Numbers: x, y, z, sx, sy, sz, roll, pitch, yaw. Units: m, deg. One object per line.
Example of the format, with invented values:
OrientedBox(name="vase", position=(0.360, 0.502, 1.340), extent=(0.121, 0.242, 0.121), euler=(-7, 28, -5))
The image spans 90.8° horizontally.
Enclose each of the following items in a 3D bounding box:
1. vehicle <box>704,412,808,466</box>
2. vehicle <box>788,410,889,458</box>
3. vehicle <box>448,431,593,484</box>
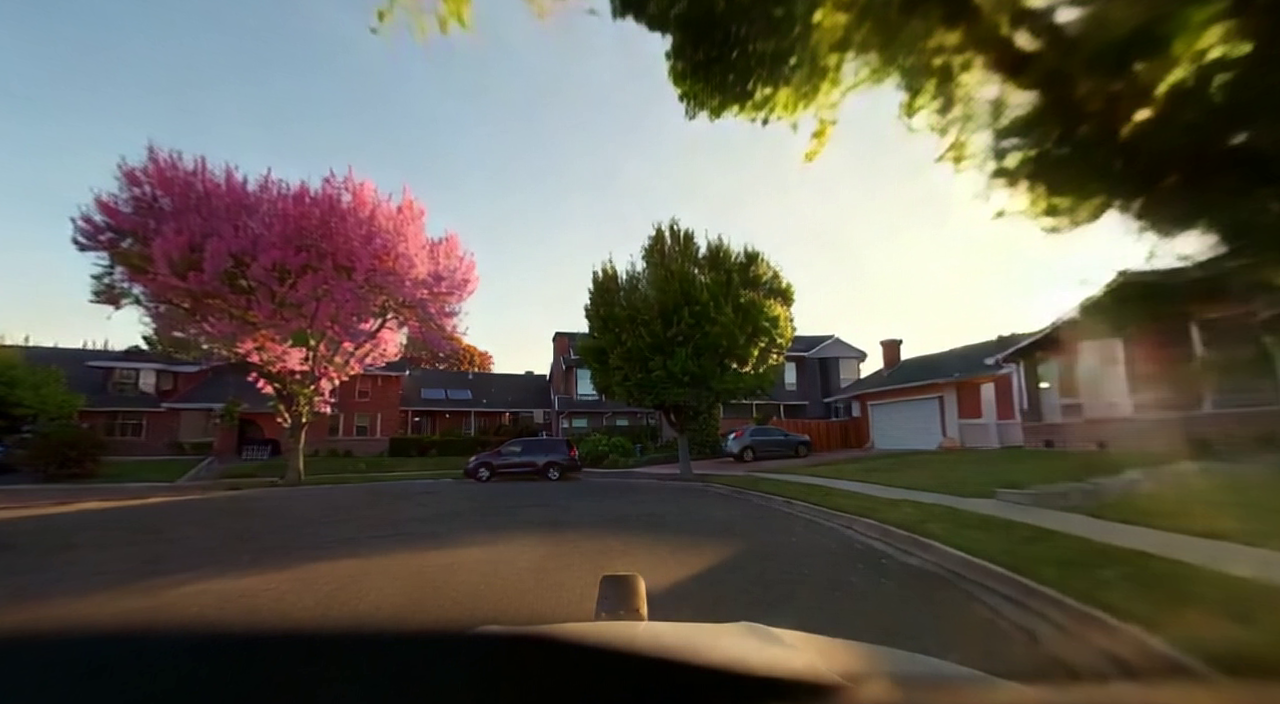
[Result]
OrientedBox(name="vehicle", position=(4.975, 3.619, 26.744), extent=(2.310, 1.701, 4.280), euler=(-8, -4, 42))
OrientedBox(name="vehicle", position=(8.300, 3.463, 26.222), extent=(2.152, 1.773, 4.495), euler=(-8, -12, 43))
OrientedBox(name="vehicle", position=(-4.371, 3.916, 23.557), extent=(4.815, 1.827, 2.147), euler=(-2, -9, 10))
